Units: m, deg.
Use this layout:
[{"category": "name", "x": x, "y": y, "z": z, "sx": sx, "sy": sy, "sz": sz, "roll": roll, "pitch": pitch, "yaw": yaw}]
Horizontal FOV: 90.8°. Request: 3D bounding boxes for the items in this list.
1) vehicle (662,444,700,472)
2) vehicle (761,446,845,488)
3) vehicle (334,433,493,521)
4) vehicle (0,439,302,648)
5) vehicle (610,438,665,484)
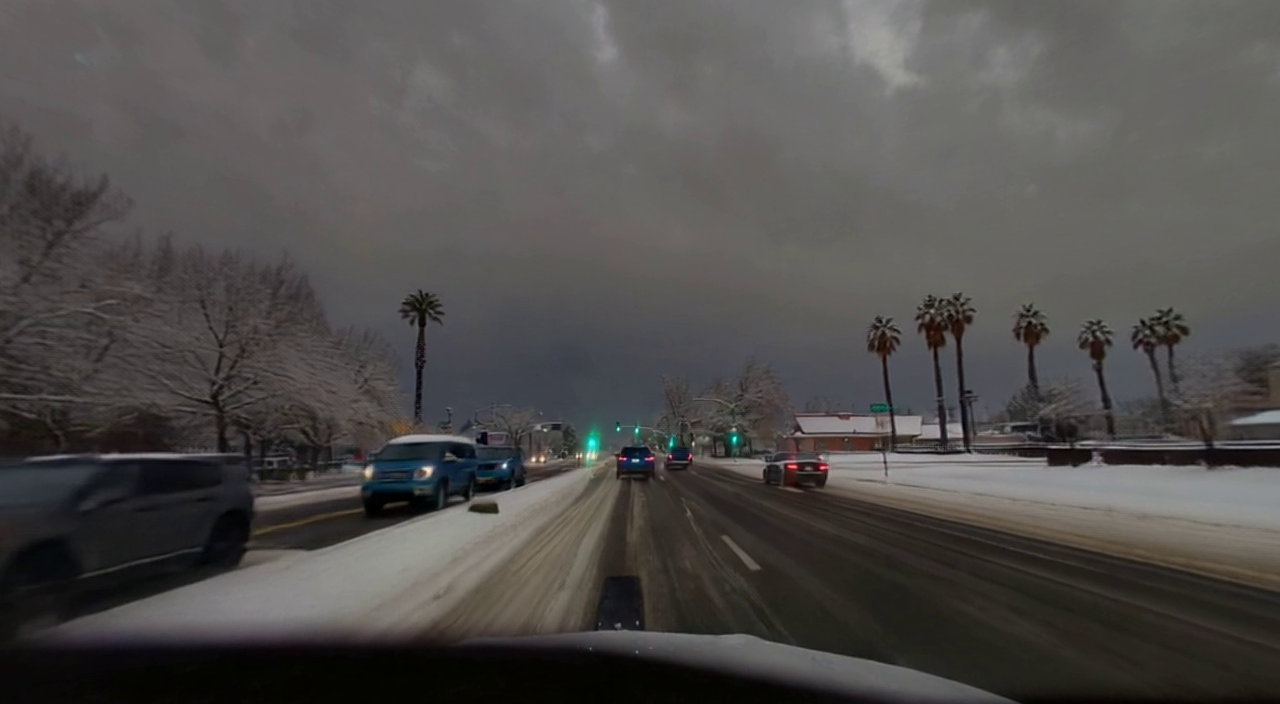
[{"category": "vehicle", "x": 2.646, "y": 6.993, "z": 41.975, "sx": 2.112, "sy": 1.710, "sz": 4.234, "roll": 0, "pitch": -8, "yaw": -1}, {"category": "vehicle", "x": 6.197, "y": 4.394, "z": 24.571, "sx": 1.944, "sy": 1.447, "sz": 4.309, "roll": 0, "pitch": -8, "yaw": -2}, {"category": "vehicle", "x": -5.147, "y": 2.880, "z": 15.170, "sx": 2.160, "sy": 1.769, "sz": 4.494, "roll": 0, "pitch": -8, "yaw": 0}, {"category": "vehicle", "x": -5.553, "y": 1.638, "z": 6.236, "sx": 2.017, "sy": 1.463, "sz": 4.384, "roll": -1, "pitch": -8, "yaw": 0}, {"category": "vehicle", "x": -0.148, "y": 4.633, "z": 27.098, "sx": 2.151, "sy": 1.787, "sz": 4.109, "roll": 0, "pitch": -8, "yaw": -1}]
